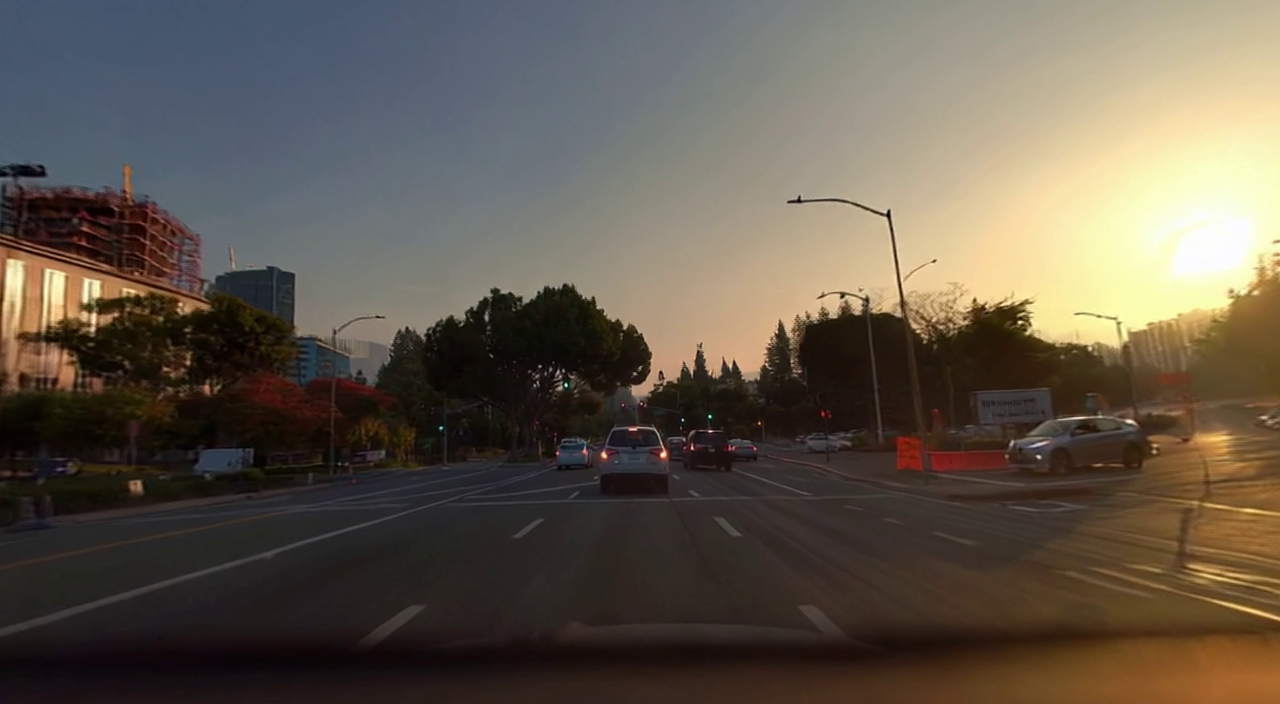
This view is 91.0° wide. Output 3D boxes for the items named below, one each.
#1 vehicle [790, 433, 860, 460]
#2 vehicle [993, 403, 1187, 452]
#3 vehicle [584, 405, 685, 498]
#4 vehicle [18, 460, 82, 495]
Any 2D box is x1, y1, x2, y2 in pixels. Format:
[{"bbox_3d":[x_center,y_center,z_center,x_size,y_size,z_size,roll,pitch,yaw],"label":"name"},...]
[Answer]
[{"bbox_3d":[11.253,5.728,38.109,4.267,1.503,2.145,8,-12,-44],"label":"vehicle"},{"bbox_3d":[14.858,2.596,21.132,4.986,1.467,2.025,-6,-10,34],"label":"vehicle"},{"bbox_3d":[-0.248,2.746,17.600,2.350,2.122,5.801,0,-9,-2],"label":"vehicle"},{"bbox_3d":[-33.398,7.041,35.550,4.692,1.720,1.941,-7,-11,40],"label":"vehicle"}]
